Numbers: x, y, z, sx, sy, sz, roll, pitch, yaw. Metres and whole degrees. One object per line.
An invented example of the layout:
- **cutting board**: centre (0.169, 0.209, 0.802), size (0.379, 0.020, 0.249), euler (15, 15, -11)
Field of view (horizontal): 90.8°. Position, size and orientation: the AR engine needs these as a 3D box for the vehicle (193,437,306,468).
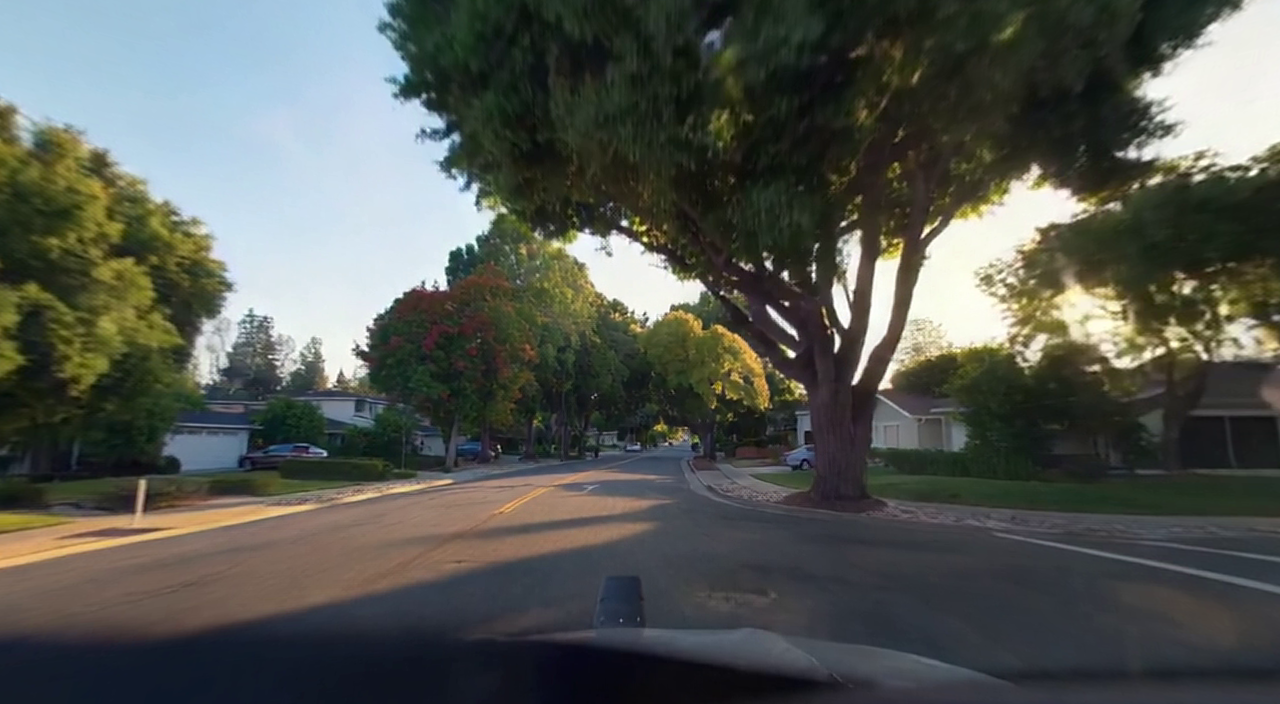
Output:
- **vehicle**: centre (-19.648, 5.088, 31.970), size (4.373, 1.464, 1.917), euler (2, -10, -13)
